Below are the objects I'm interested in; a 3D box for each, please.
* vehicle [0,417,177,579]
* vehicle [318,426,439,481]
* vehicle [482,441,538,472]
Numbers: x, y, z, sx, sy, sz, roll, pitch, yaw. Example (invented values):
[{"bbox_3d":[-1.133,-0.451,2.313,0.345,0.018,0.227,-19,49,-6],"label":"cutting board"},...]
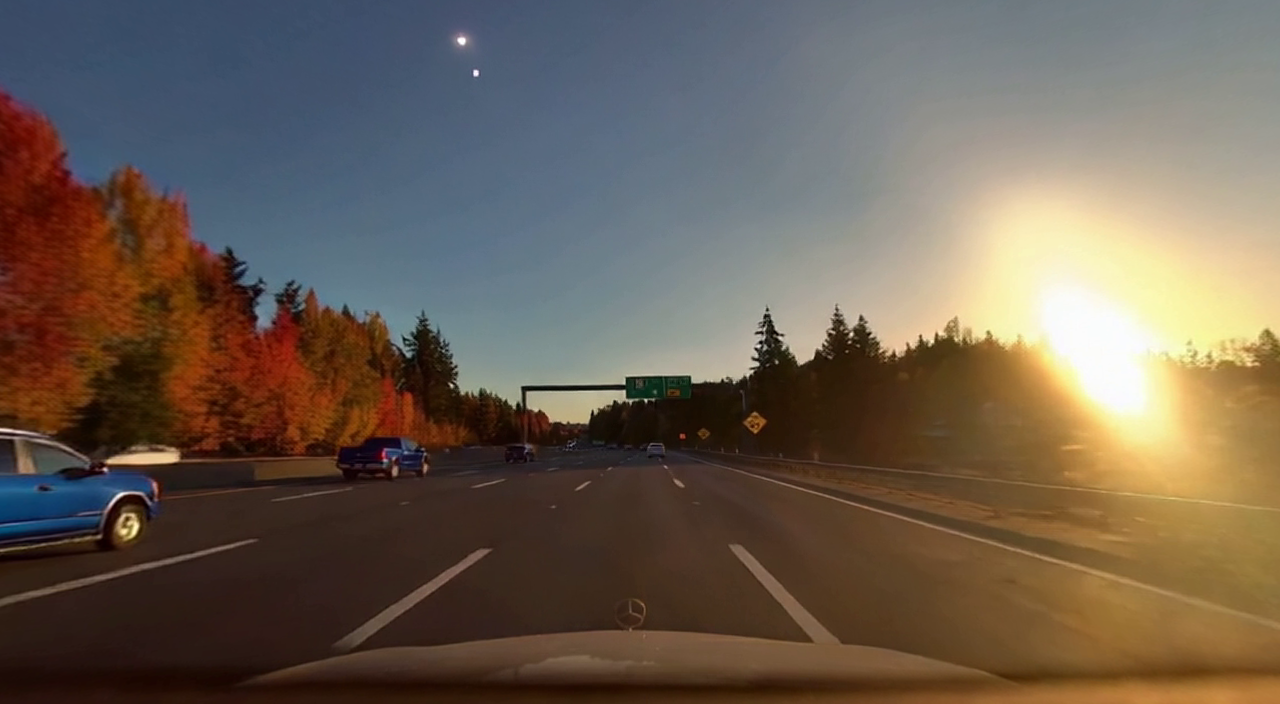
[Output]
[{"bbox_3d":[-7.239,1.411,6.044,1.965,1.567,4.686,0,-8,1],"label":"vehicle"},{"bbox_3d":[-10.567,4.165,26.152,2.347,1.984,5.778,0,-8,2],"label":"vehicle"},{"bbox_3d":[-6.693,5.395,32.814,1.919,1.499,4.234,0,-8,1],"label":"vehicle"}]
